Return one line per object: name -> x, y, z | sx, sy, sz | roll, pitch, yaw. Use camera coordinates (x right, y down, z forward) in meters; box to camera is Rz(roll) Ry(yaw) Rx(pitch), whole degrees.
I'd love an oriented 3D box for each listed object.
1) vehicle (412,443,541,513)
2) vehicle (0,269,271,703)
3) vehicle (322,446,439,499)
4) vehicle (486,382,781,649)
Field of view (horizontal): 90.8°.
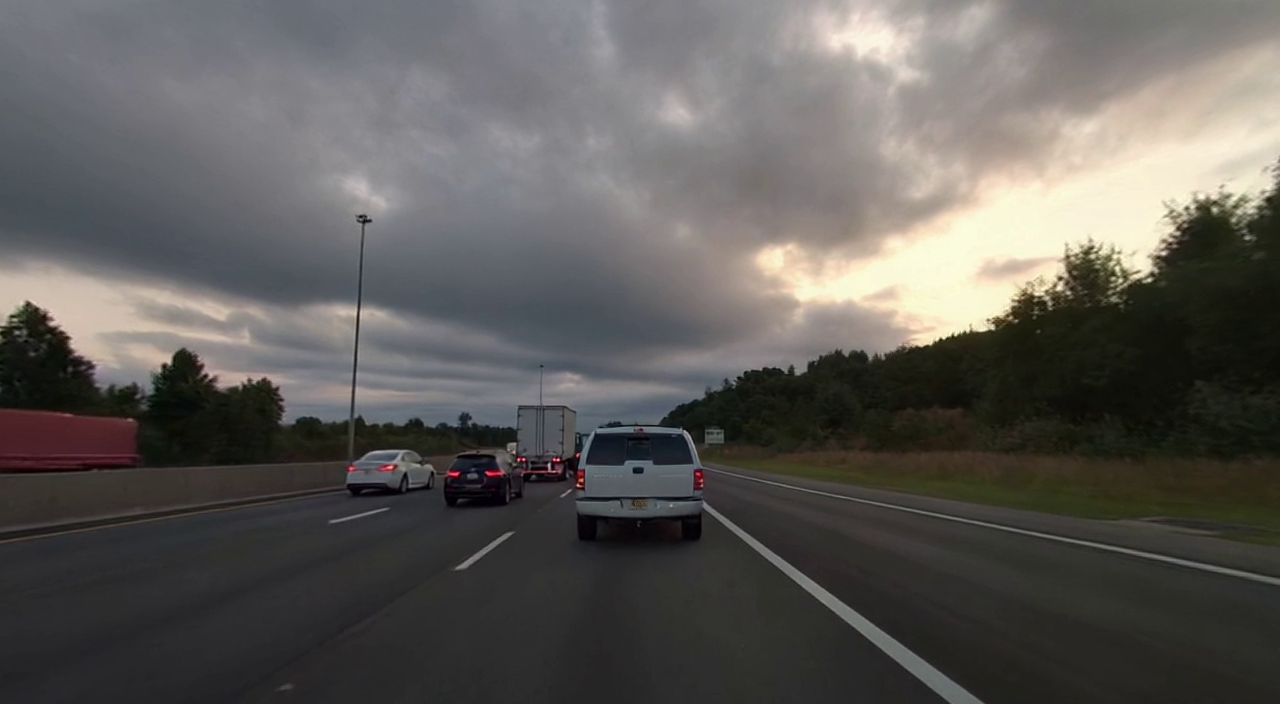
vehicle -> -3.888, 3.071, 15.887 | 1.986, 1.501, 4.407 | -1, -9, 1
vehicle -> -3.923, 0.656, 2.462 | 2.055, 2.144, 4.782 | 0, -9, -1
vehicle -> -8.227, 3.840, 20.548 | 1.874, 1.470, 4.576 | 0, -9, 0
vehicle -> -0.081, 1.368, 6.073 | 1.995, 1.798, 3.380 | 0, -9, -1
